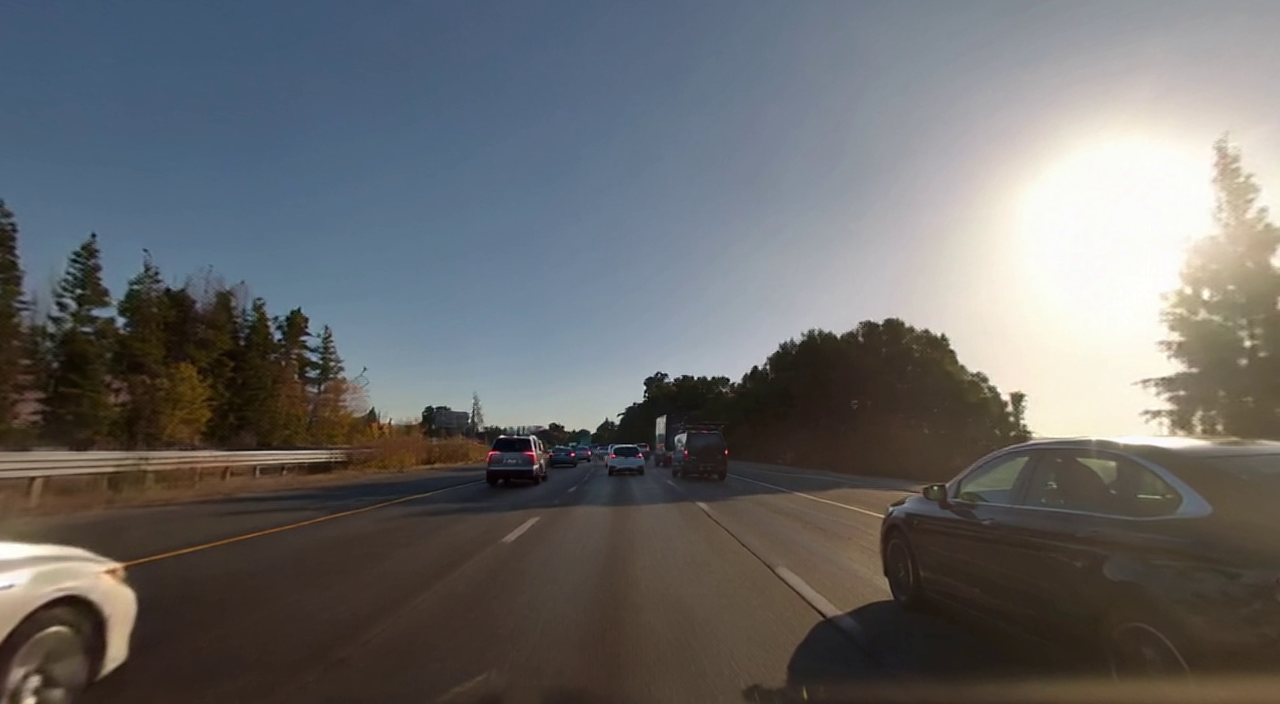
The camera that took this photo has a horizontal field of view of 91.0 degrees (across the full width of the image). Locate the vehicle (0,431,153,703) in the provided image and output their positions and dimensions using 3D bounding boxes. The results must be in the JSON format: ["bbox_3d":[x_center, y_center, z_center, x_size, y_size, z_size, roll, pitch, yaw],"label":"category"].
[{"bbox_3d":[-4.105,0.905,1.790,1.947,1.424,4.264,0,-9,1],"label":"vehicle"}]

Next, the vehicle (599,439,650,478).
[{"bbox_3d":[-0.713,5.006,29.694,2.235,1.682,4.094,0,-9,-1],"label":"vehicle"}]

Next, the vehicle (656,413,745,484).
[{"bbox_3d":[2.970,5.382,35.393,3.426,3.279,12.313,0,-9,-2],"label":"vehicle"}]

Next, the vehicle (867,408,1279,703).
[{"bbox_3d":[3.069,1.159,3.443,2.031,1.504,4.327,0,-9,0],"label":"vehicle"}]

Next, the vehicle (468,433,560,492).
[{"bbox_3d":[-4.180,3.747,21.780,2.176,1.783,4.799,0,-9,0],"label":"vehicle"}]
